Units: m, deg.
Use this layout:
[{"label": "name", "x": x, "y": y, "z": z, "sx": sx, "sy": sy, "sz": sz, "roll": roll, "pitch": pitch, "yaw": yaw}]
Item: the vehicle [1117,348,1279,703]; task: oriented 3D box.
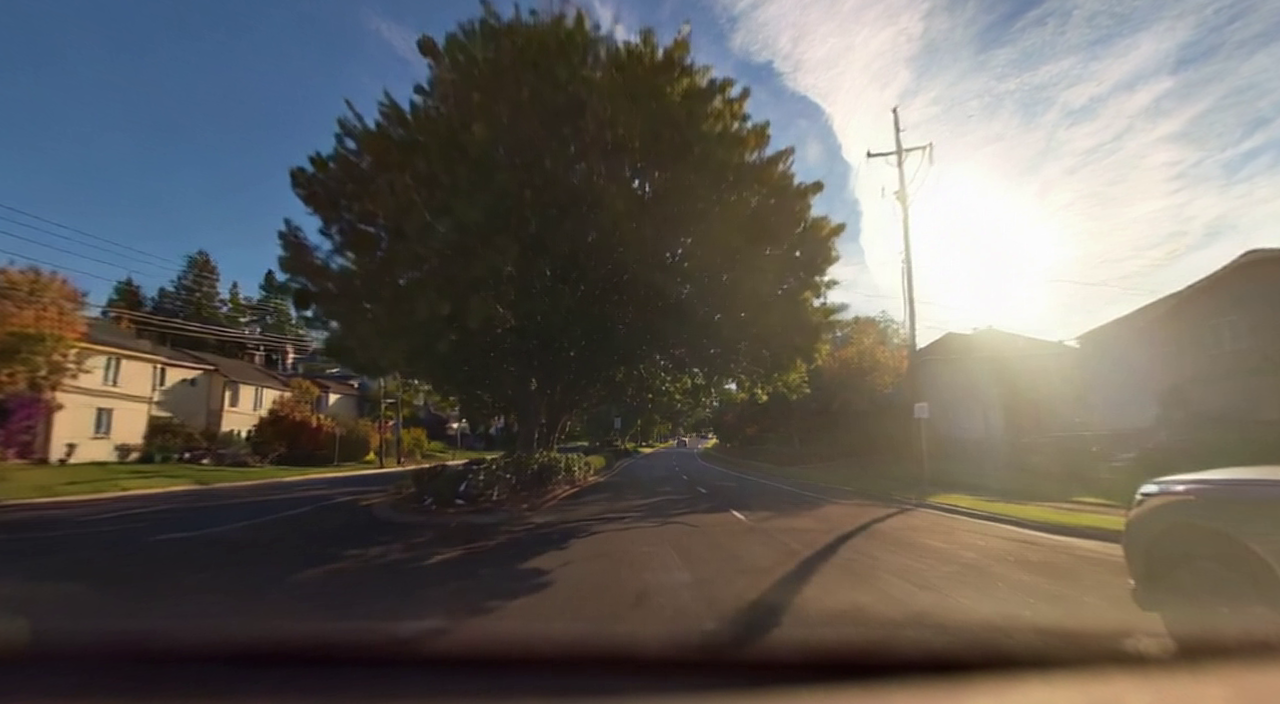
[{"label": "vehicle", "x": 4.052, "y": 0.644, "z": 1.411, "sx": 2.193, "sy": 1.777, "sz": 4.772, "roll": 0, "pitch": -9, "yaw": 0}]
